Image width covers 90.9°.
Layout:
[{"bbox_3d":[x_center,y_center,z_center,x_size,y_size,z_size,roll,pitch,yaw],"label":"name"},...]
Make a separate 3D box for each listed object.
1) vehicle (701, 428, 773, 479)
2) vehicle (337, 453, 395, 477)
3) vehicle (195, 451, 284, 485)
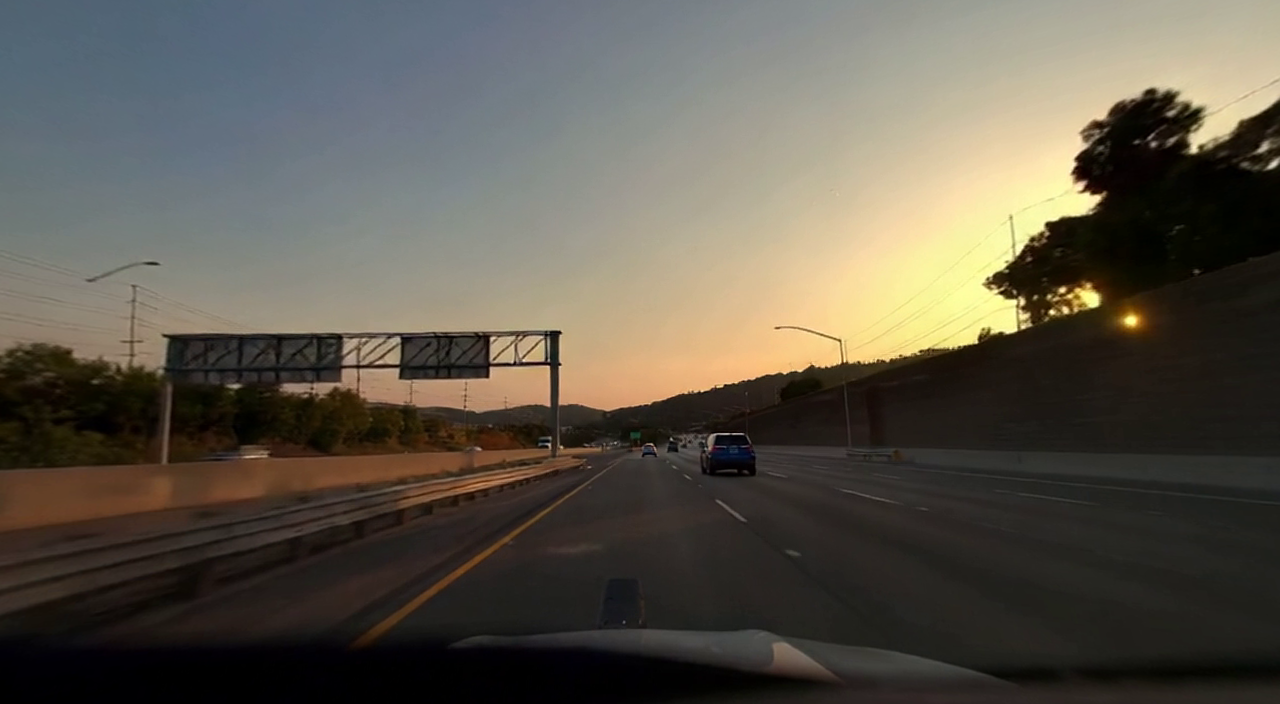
[{"bbox_3d":[3.715,3.986,25.073,2.120,1.832,4.287,0,-8,-1],"label":"vehicle"},{"bbox_3d":[-18.888,7.790,43.746,1.957,1.474,4.535,0,-8,1],"label":"vehicle"},{"bbox_3d":[-22.864,6.612,36.255,1.948,1.729,4.767,0,-8,1],"label":"vehicle"}]
